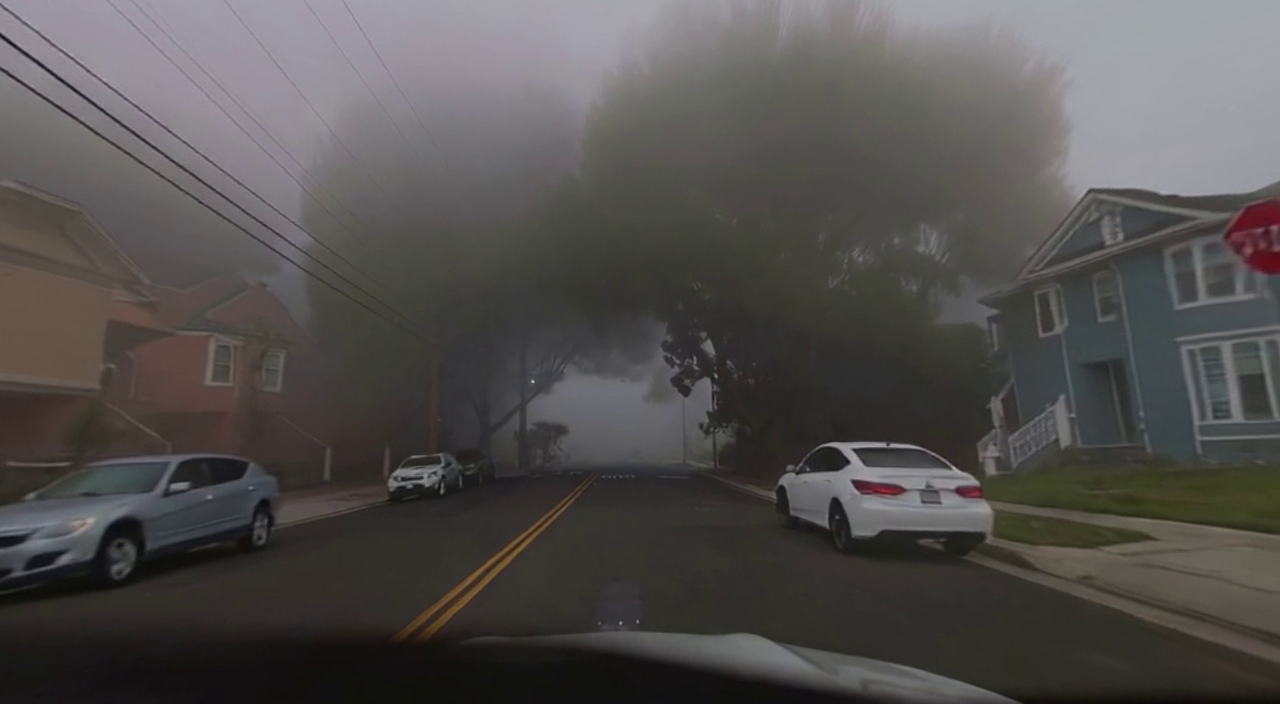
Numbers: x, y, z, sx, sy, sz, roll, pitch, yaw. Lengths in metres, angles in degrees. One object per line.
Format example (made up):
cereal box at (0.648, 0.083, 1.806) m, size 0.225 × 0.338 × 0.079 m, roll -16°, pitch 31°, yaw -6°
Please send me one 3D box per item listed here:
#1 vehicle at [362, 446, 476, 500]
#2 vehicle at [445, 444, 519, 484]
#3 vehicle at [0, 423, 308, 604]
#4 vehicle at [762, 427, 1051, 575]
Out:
vehicle at (-6.845, 3.770, 20.184) m, size 2.056 × 1.481 × 4.451 m, roll 0°, pitch -9°, yaw 0°
vehicle at (-6.616, 4.728, 26.922) m, size 2.026 × 1.560 × 4.062 m, roll 0°, pitch -9°, yaw 1°
vehicle at (-6.567, 1.884, 8.360) m, size 1.896 × 1.703 × 4.586 m, roll 0°, pitch -9°, yaw -1°
vehicle at (3.353, 1.985, 9.453) m, size 1.963 × 1.536 × 5.446 m, roll 0°, pitch -9°, yaw 0°
